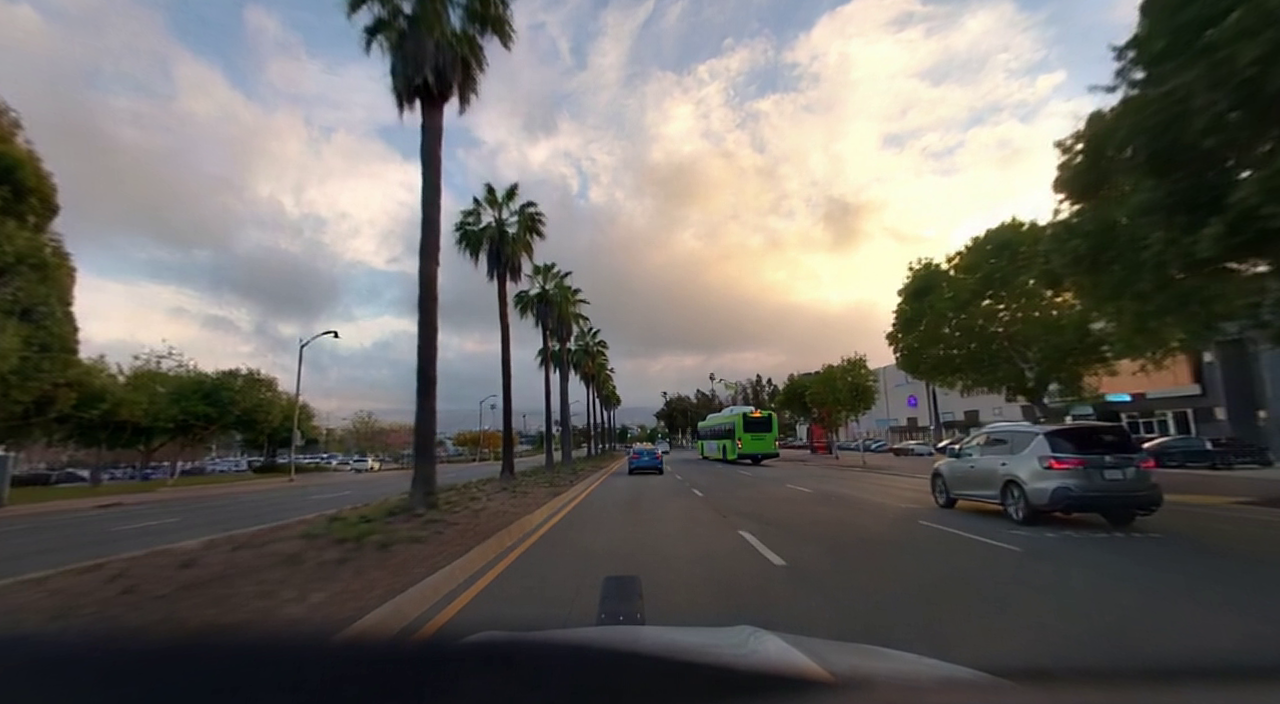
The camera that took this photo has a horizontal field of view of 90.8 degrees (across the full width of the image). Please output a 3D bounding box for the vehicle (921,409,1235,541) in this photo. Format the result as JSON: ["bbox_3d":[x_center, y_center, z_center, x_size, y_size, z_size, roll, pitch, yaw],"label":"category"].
[{"bbox_3d":[6.537,1.891,10.201,2.031,1.670,4.154,0,-9,0],"label":"vehicle"}]

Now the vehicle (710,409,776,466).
[{"bbox_3d":[6.706,5.819,42.581,2.795,3.383,9.287,0,-9,-1],"label":"vehicle"}]

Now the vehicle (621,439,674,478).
[{"bbox_3d":[0.261,4.499,26.907,2.065,1.477,4.306,0,-9,-1],"label":"vehicle"}]
